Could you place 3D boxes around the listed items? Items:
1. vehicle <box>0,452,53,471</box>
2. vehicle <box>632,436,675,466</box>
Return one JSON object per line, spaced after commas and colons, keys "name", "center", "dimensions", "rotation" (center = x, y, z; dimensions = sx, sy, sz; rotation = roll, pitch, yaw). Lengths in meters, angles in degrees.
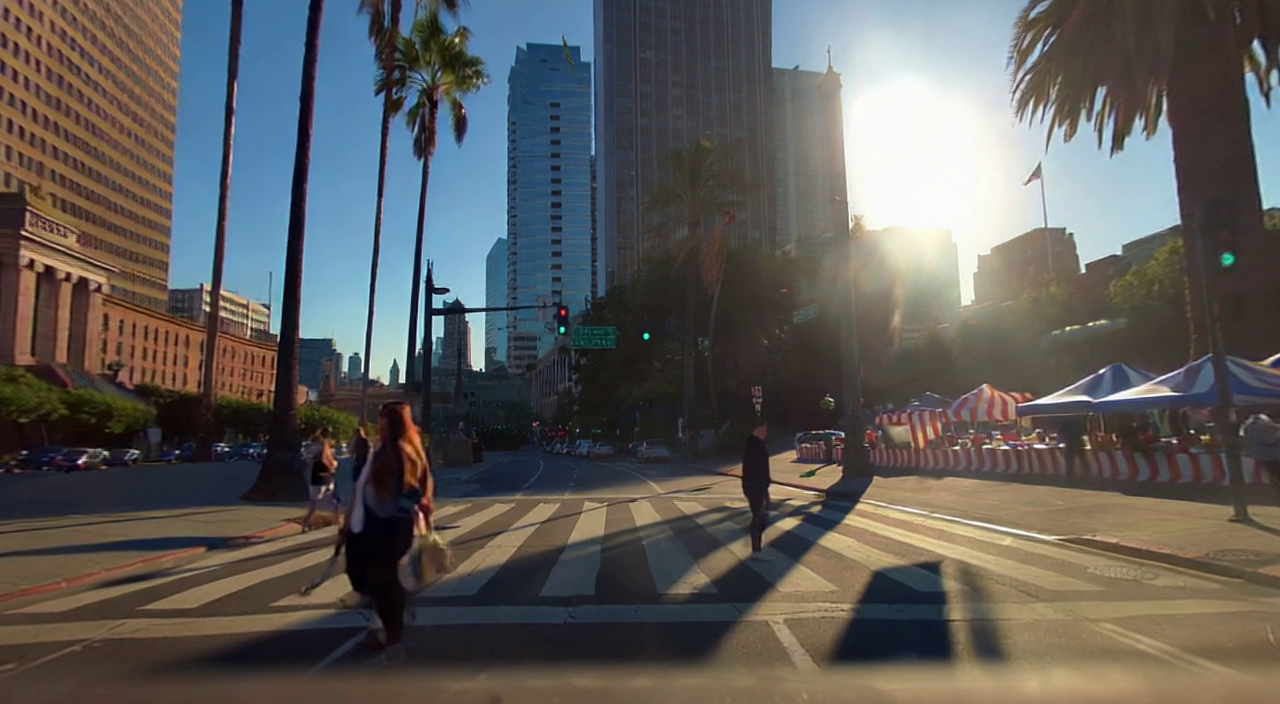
{"name": "vehicle", "center": [-46.292, 7.956, 46.009], "dimensions": [2.121, 1.294, 5.167], "rotation": [0, -8, 1]}
{"name": "vehicle", "center": [0.900, 7.292, 46.601], "dimensions": [2.322, 2.071, 5.366], "rotation": [1, -9, -9]}
